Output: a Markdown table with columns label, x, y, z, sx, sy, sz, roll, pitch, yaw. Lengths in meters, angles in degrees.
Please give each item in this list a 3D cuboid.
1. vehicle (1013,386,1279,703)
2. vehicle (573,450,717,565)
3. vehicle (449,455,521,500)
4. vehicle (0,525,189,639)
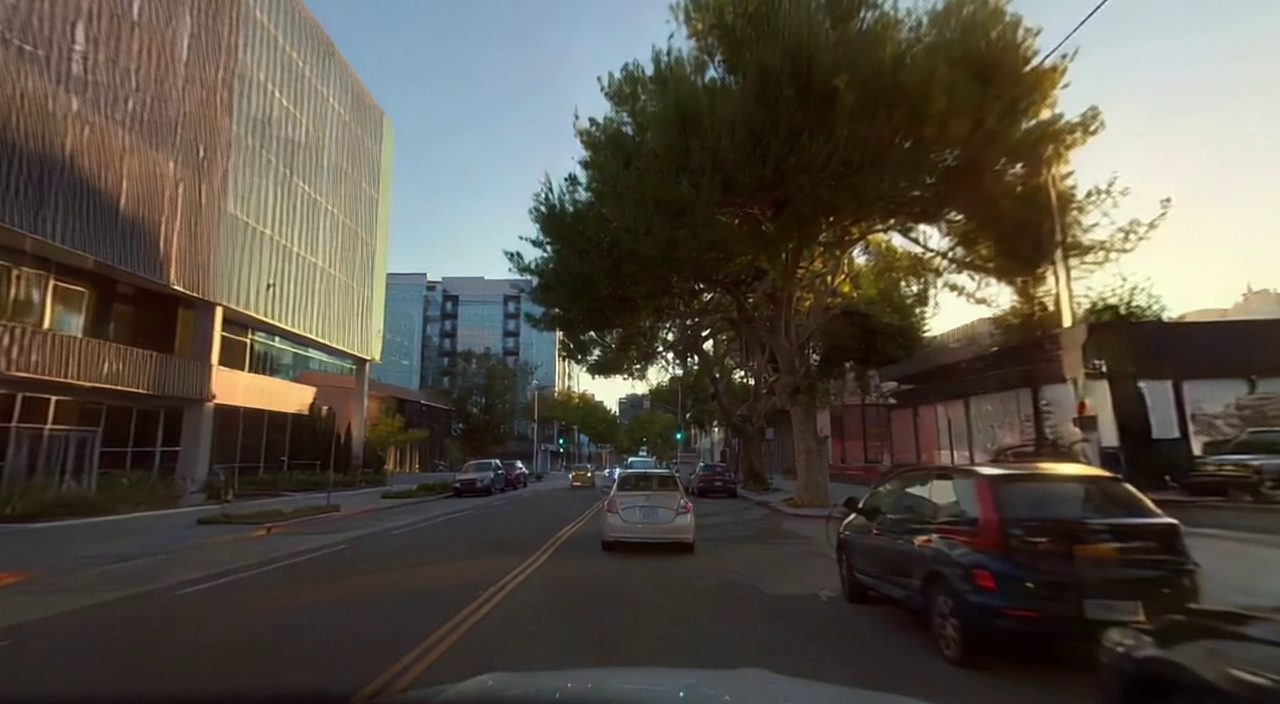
| label | x | y | z | sx | sy | sz | roll | pitch | yaw |
| --- | --- | --- | --- | --- | --- | --- | --- | --- | --- |
| vehicle | 2.666 | 0.742 | 0.855 | 1.884 | 1.566 | 4.018 | 0 | -10 | 1 |
| vehicle | 0.054 | 2.538 | 10.777 | 2.018 | 1.583 | 3.646 | 1 | -10 | -1 |
| vehicle | -6.634 | 5.503 | 27.360 | 2.024 | 1.654 | 4.396 | -3 | -12 | -1 |
| vehicle | -6.858 | 2.153 | 5.545 | 2.223 | 0.774 | 4.789 | 1 | -10 | 1 |
